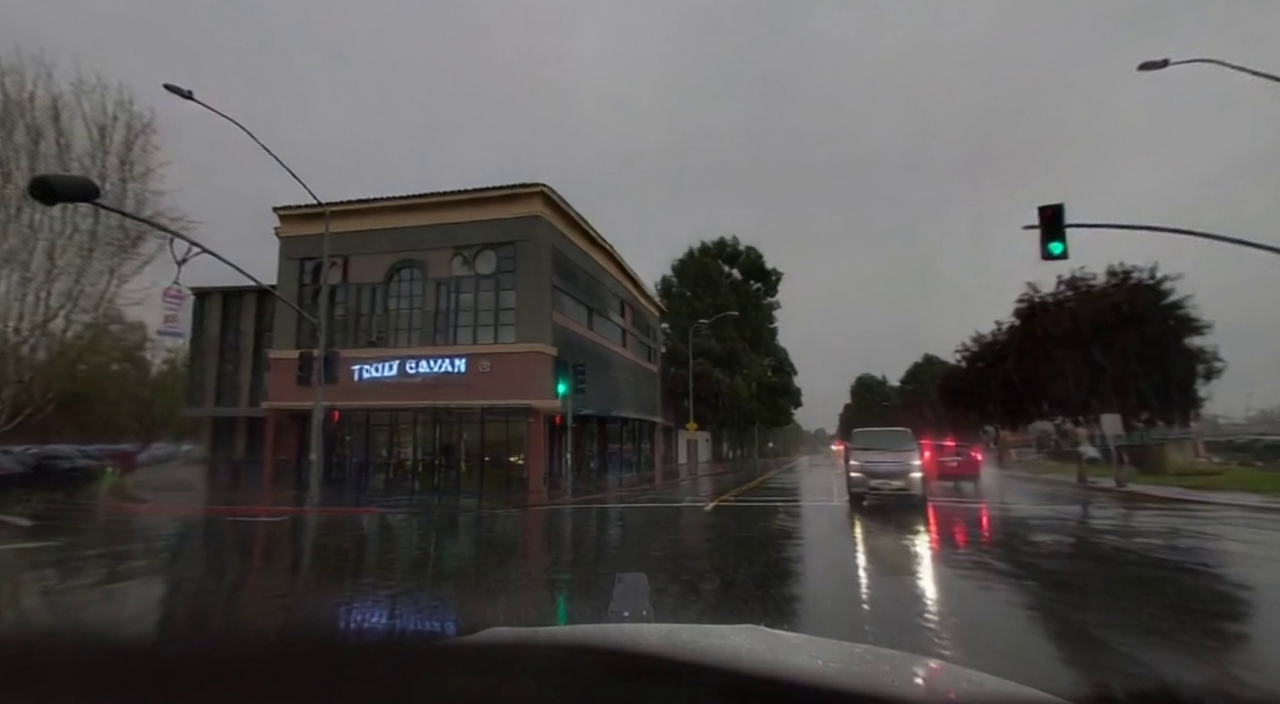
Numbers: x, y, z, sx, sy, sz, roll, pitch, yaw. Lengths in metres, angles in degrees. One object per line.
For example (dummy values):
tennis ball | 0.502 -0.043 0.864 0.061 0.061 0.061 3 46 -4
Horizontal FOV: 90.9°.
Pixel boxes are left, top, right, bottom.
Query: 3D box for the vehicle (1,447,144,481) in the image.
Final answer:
vehicle | -27.171 5.354 30.348 4.671 1.543 1.846 2 -9 -12

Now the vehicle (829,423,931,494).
vehicle | 7.472 3.355 20.238 2.390 1.948 5.344 -2 -9 14

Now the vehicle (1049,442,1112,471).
vehicle | 27.978 6.628 40.180 1.886 1.687 4.268 -2 -9 16

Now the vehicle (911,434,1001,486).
vehicle | 11.686 3.985 23.685 2.048 1.725 4.754 -2 -9 15
